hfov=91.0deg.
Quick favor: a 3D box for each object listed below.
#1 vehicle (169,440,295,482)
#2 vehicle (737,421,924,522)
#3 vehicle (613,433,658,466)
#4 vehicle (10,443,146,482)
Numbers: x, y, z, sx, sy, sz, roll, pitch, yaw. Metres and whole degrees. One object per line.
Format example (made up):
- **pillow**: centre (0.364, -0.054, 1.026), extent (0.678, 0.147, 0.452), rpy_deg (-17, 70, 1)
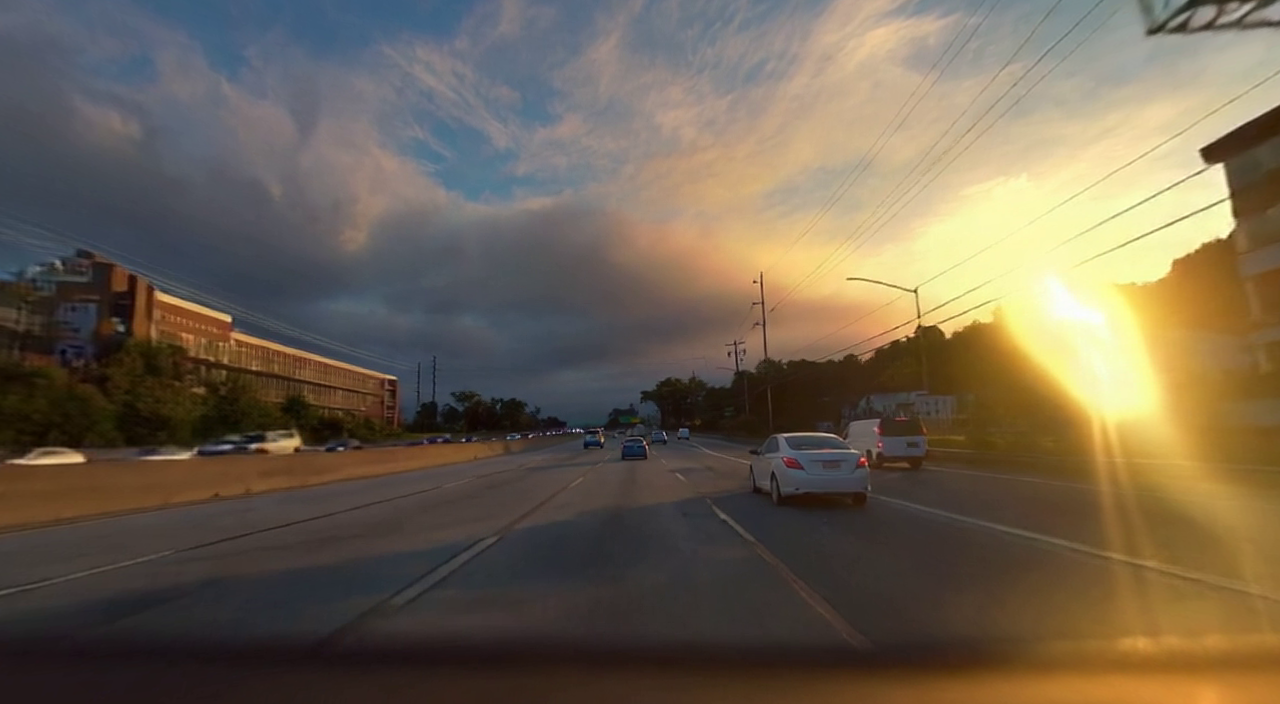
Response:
- **vehicle**: centre (-16.292, 4.350, 25.492), extent (1.949, 1.499, 4.633), rpy_deg (0, -8, 0)
- **vehicle**: centre (3.257, 2.149, 11.882), extent (1.995, 1.533, 4.463), rpy_deg (0, -8, -2)
- **vehicle**: centre (-0.239, 4.685, 30.301), extent (2.019, 1.472, 3.971), rpy_deg (0, -8, -1)
- **vehicle**: centre (-23.475, 4.584, 26.540), extent (1.825, 1.491, 4.151), rpy_deg (0, -8, 1)
